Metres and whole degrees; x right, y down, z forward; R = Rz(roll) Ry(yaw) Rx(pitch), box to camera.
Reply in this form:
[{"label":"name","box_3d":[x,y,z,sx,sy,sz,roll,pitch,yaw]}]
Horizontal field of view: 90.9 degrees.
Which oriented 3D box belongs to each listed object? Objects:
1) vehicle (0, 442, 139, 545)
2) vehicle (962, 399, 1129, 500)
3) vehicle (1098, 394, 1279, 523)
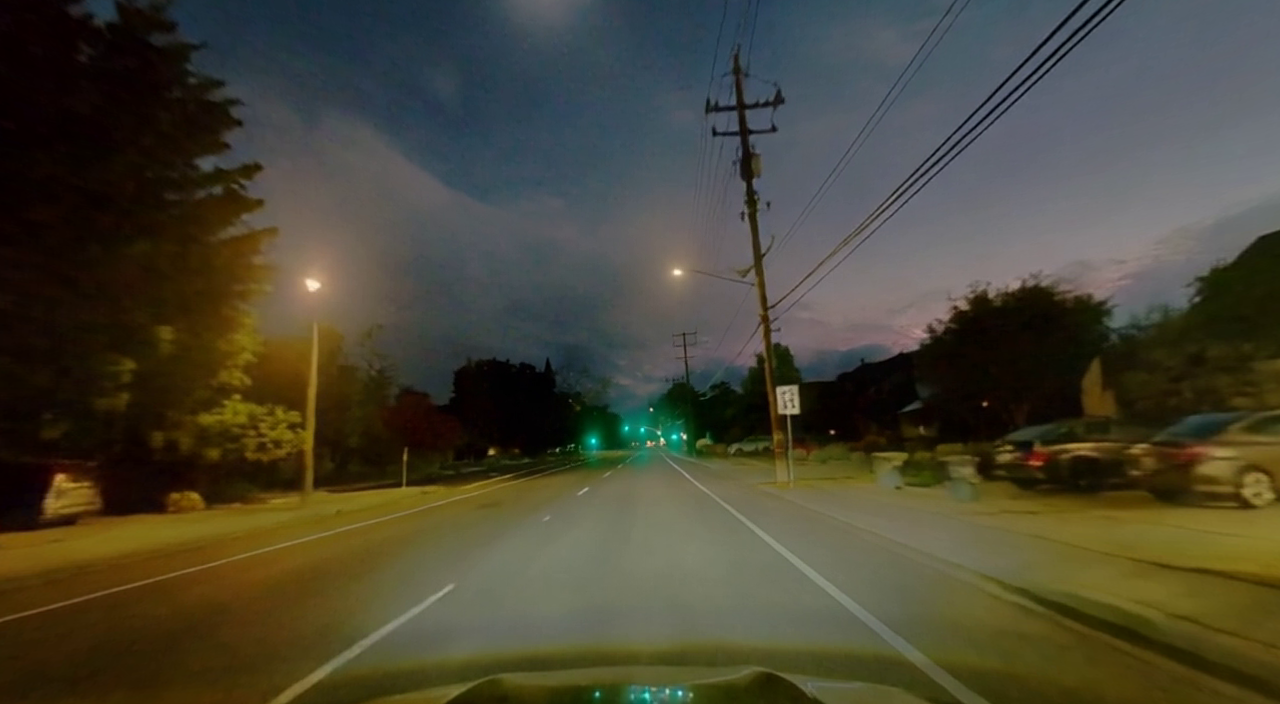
[{"label":"vehicle","box_3d":[-13.105,2.759,12.508,2.053,1.906,4.889,0,-9,3]},{"label":"vehicle","box_3d":[9.541,2.225,14.639,2.087,1.903,5.134,-8,-11,44]},{"label":"vehicle","box_3d":[10.351,1.559,9.901,4.626,1.731,2.007,-3,-8,-1]}]
